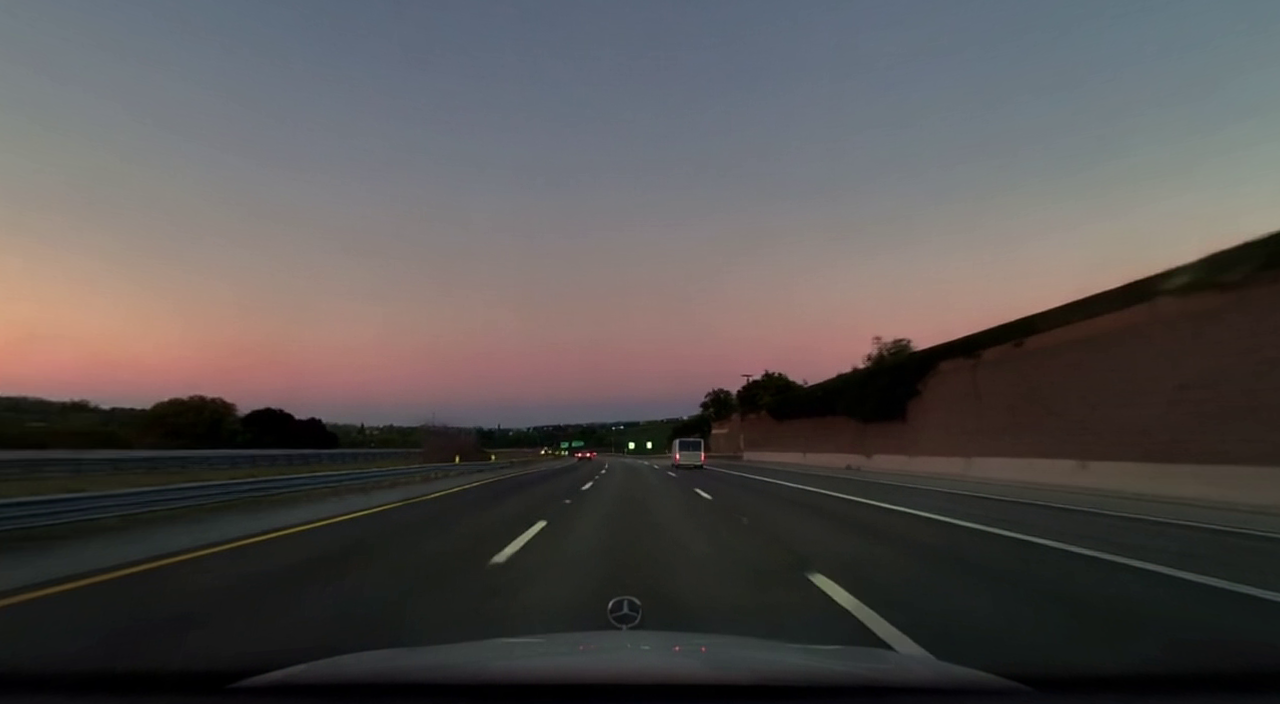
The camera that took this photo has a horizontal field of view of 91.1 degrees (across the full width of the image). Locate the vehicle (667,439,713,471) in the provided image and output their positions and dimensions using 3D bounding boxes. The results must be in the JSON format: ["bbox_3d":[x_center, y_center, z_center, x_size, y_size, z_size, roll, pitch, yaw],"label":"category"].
[{"bbox_3d":[3.035,6.406,39.087,2.233,1.861,4.494,1,-9,-3],"label":"vehicle"}]
